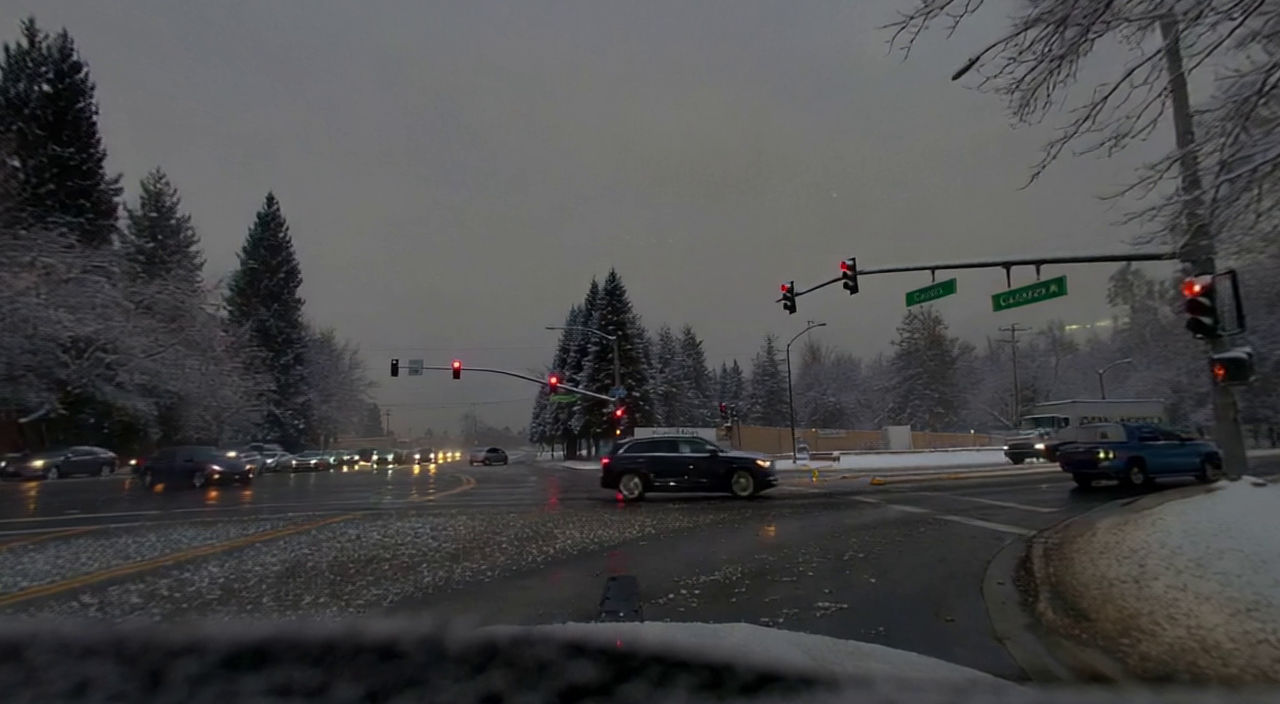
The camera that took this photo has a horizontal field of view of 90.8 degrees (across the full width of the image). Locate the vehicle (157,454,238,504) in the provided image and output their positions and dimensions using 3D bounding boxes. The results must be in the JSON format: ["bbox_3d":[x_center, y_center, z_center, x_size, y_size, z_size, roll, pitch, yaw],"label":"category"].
[{"bbox_3d":[-15.224,4.260,21.713,1.957,1.471,4.728,6,-11,-35],"label":"vehicle"}]

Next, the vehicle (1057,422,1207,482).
[{"bbox_3d":[16.358,3.296,20.969,4.619,1.759,2.101,4,-10,-28],"label":"vehicle"}]

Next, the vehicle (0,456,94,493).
[{"bbox_3d":[-31.172,6.265,32.647,2.142,1.723,4.692,1,-9,-9],"label":"vehicle"}]

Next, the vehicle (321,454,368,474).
[{"bbox_3d":[-23.036,8.723,49.389,1.999,1.468,4.702,1,-9,-8],"label":"vehicle"}]

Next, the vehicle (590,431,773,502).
[{"bbox_3d":[1.030,2.835,15.808,4.281,1.621,1.903,-1,-9,6],"label":"vehicle"}]

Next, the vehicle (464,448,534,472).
[{"bbox_3d":[-9.289,7.115,41.817,1.989,1.496,4.211,-7,-11,37],"label":"vehicle"}]

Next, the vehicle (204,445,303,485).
[{"bbox_3d":[-20.897,6.099,34.556,2.358,1.937,5.896,1,-9,-8],"label":"vehicle"}]

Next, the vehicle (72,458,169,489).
[{"bbox_3d":[-28.358,6.619,34.701,1.965,1.448,4.553,1,-9,-8],"label":"vehicle"}]
